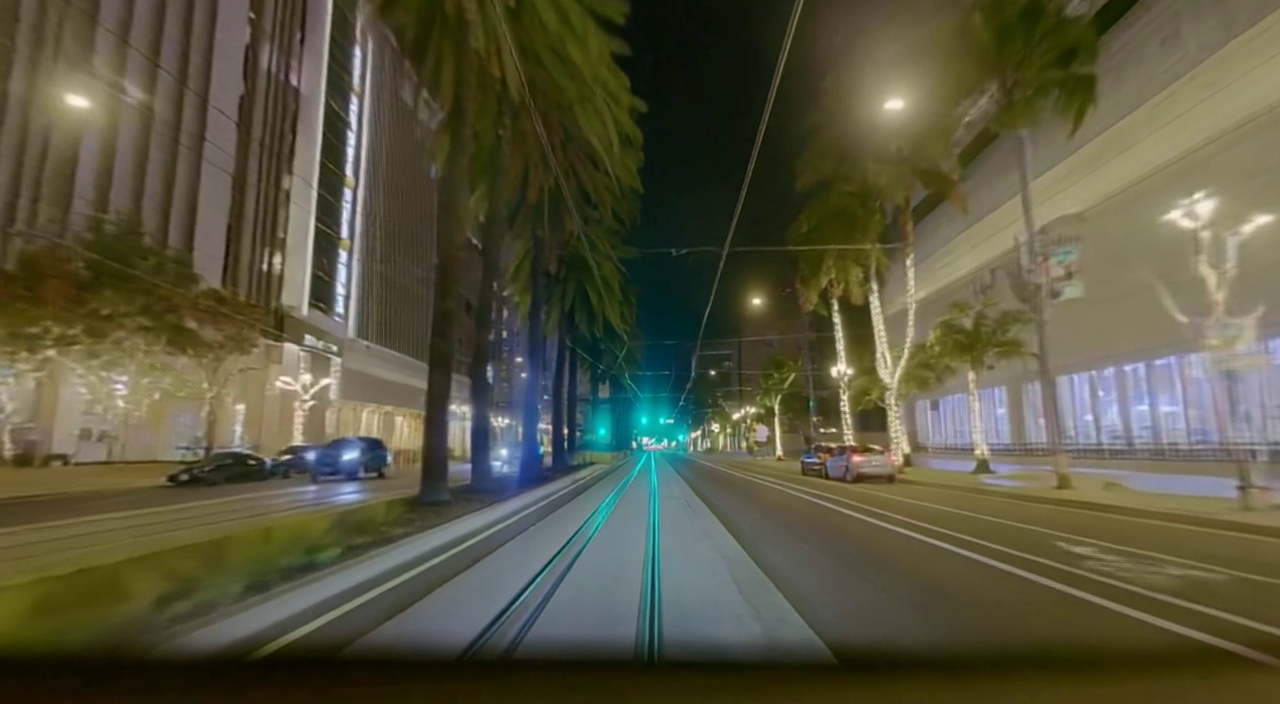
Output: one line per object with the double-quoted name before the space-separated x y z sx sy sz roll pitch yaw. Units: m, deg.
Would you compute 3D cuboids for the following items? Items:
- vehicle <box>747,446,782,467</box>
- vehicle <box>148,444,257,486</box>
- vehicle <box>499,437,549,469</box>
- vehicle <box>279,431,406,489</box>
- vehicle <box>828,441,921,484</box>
"vehicle" 9.105 7.652 46.428 1.733 1.468 4.326 0 -8 0
"vehicle" -16.355 4.190 23.740 1.819 1.450 3.003 0 -8 2
"vehicle" -7.107 6.208 38.974 2.032 1.824 4.557 0 -8 2
"vehicle" -10.647 3.874 23.077 2.096 1.860 4.953 0 -8 2
"vehicle" 8.883 4.187 24.271 1.816 1.488 4.102 1 -8 -3
